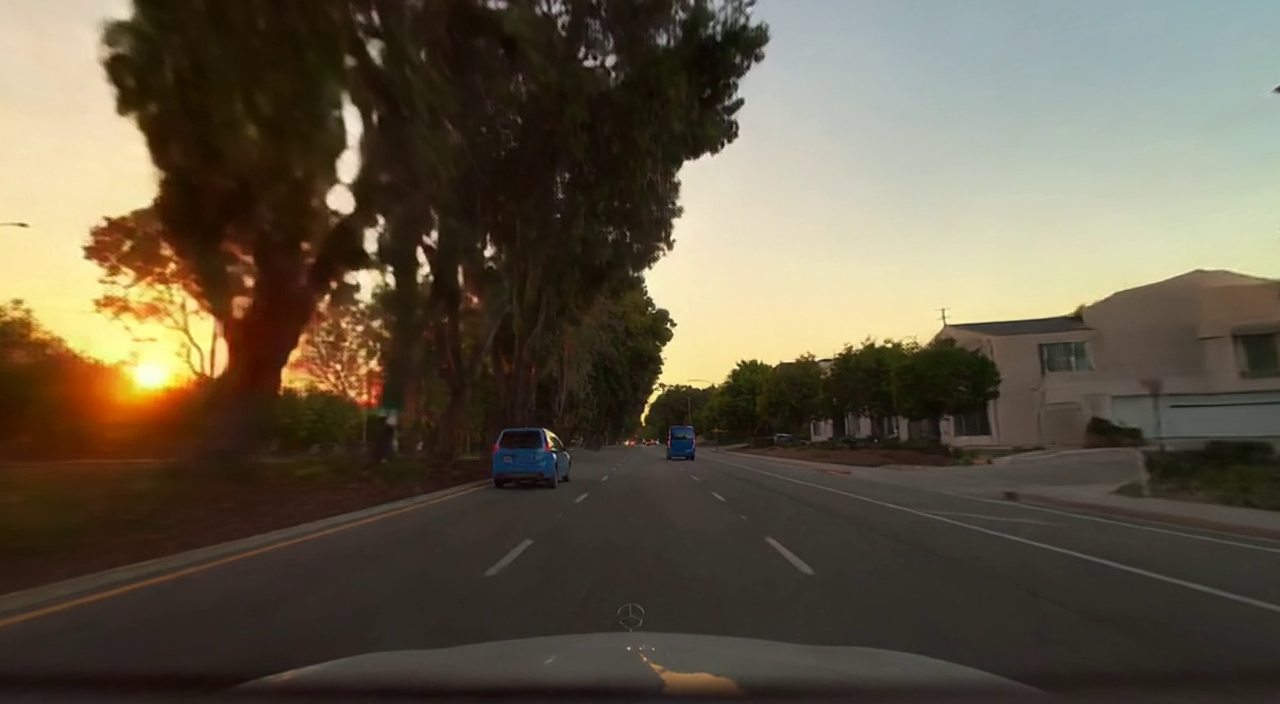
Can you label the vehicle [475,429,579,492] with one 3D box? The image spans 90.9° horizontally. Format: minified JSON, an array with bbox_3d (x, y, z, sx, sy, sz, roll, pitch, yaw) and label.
[{"bbox_3d":[-3.130,3.112,18.525,2.129,1.602,4.532,0,-8,1],"label":"vehicle"}]
